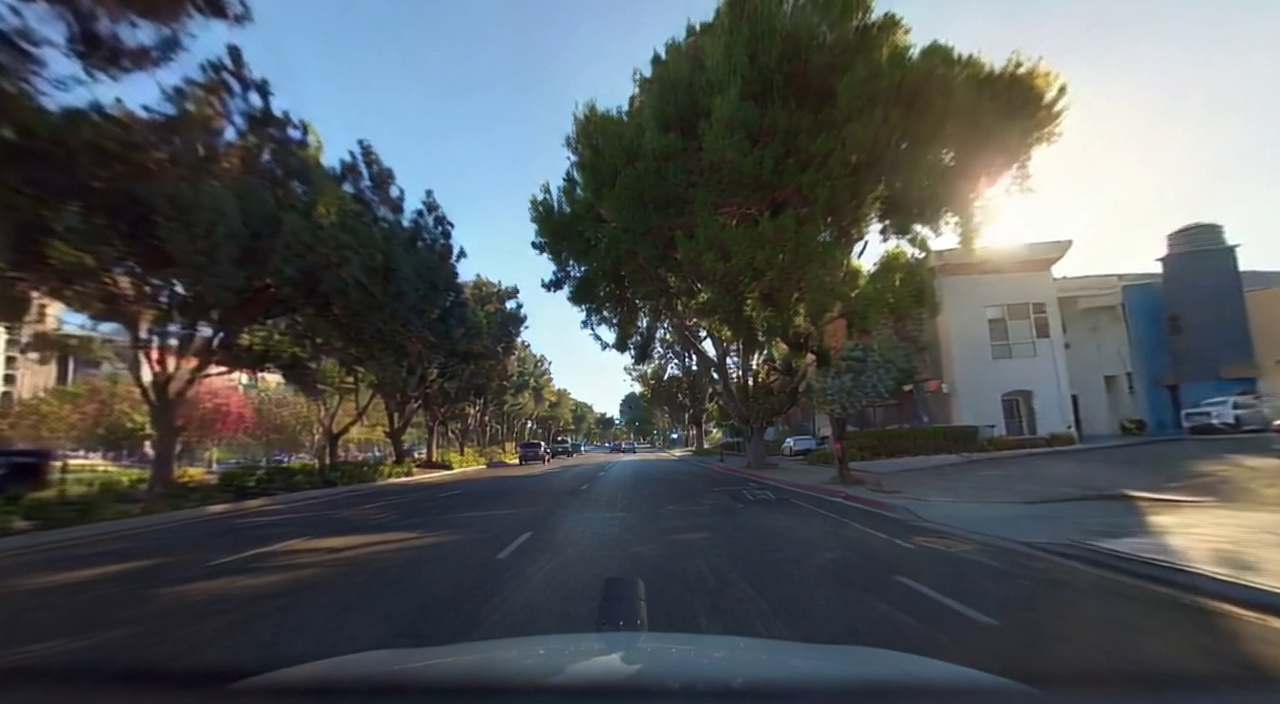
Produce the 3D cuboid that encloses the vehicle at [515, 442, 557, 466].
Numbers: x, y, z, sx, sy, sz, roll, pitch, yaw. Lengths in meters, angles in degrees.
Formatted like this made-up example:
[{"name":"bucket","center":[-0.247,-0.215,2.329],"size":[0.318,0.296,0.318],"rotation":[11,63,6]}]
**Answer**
[{"name":"vehicle","center":[-6.731,6.646,41.229],"size":[1.970,1.456,4.441],"rotation":[0,-9,0]}]
